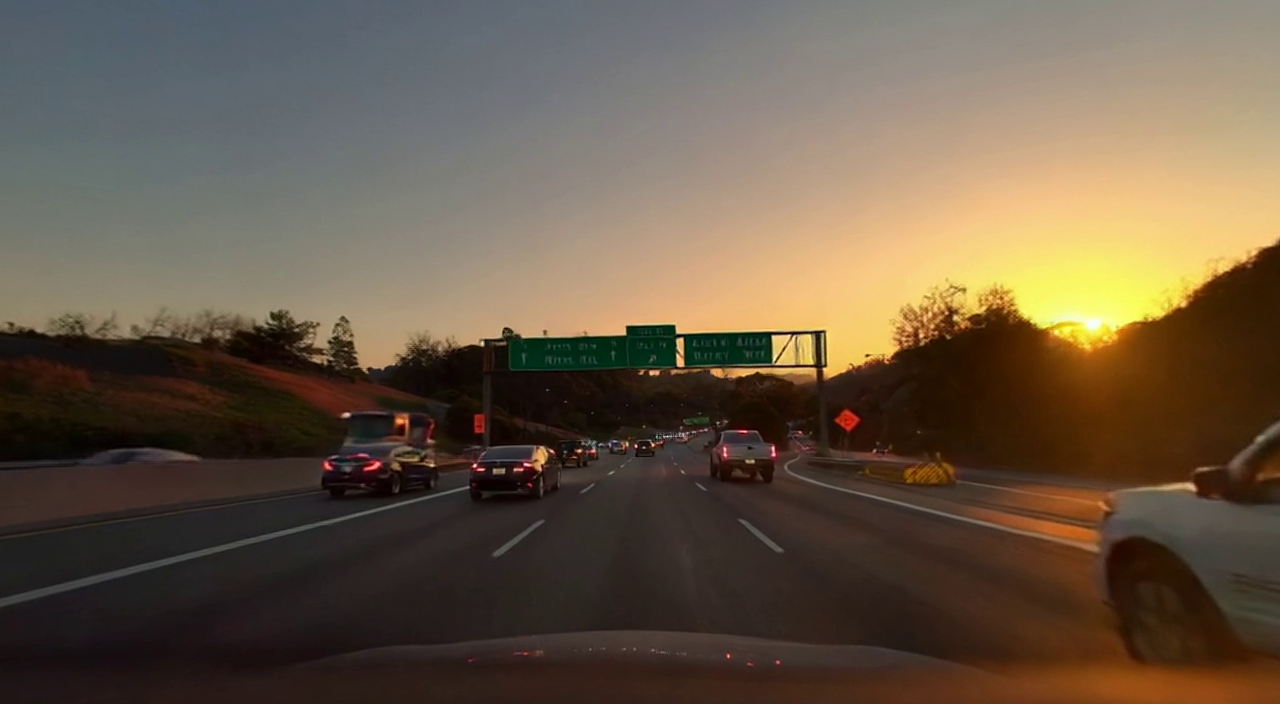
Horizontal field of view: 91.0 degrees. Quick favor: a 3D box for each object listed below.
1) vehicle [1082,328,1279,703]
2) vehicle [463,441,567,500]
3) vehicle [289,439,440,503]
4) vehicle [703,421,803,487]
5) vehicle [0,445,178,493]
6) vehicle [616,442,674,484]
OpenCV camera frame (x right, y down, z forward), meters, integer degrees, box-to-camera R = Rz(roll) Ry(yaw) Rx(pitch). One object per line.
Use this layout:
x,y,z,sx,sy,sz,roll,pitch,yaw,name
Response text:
3.653,0.628,1.533,2.045,1.768,4.249,0,-9,1,vehicle
-3.473,3.377,18.392,1.996,1.488,4.451,0,-9,2,vehicle
-7.407,3.244,17.565,2.065,1.519,4.491,0,-9,2,vehicle
4.101,3.920,24.378,2.802,2.151,6.579,0,-9,2,vehicle
-19.350,4.099,22.474,1.967,1.527,4.747,0,-9,2,vehicle
0.231,4.277,24.600,2.071,1.478,4.130,0,-9,1,vehicle
